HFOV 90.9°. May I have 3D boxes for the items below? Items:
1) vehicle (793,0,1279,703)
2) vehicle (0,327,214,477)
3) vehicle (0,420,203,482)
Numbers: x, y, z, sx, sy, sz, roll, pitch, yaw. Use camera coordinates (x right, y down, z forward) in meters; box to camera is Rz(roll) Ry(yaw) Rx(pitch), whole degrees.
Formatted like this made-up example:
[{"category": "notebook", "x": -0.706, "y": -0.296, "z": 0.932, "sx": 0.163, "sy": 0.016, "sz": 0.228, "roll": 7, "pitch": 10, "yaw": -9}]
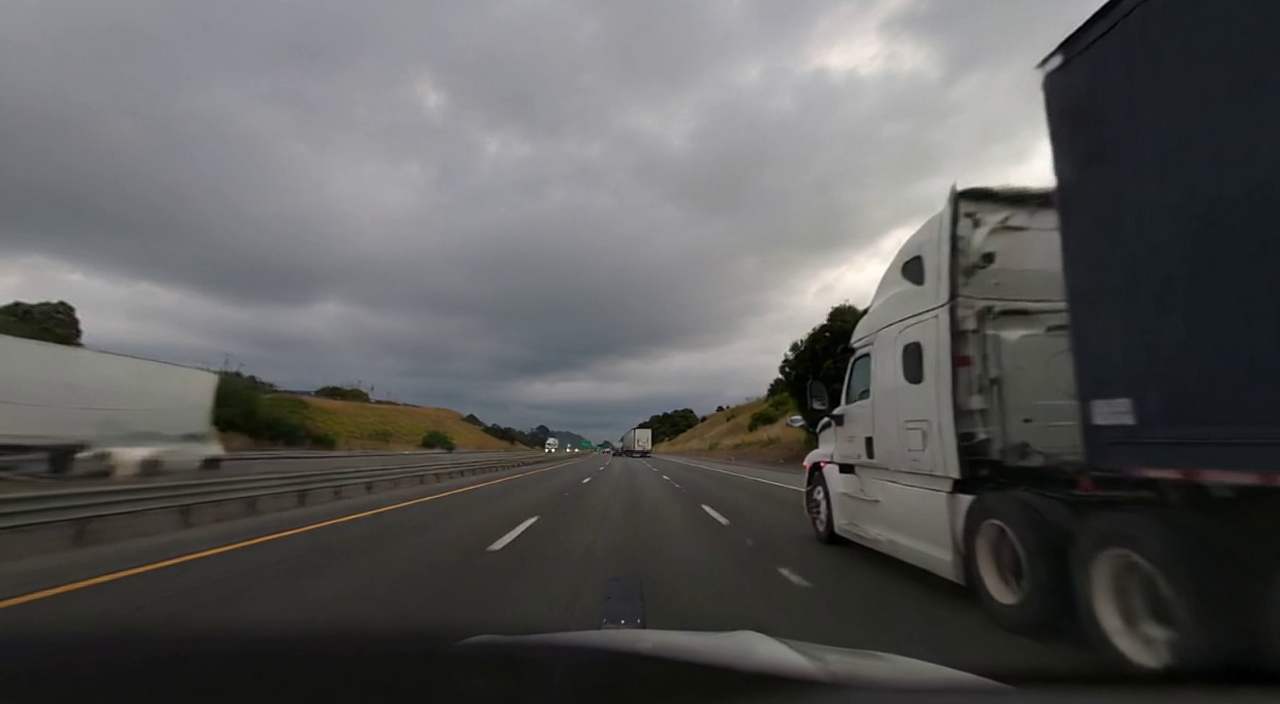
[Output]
[{"category": "vehicle", "x": 3.713, "y": 0.237, "z": 5.384, "sx": 3.045, "sy": 3.825, "sz": 6.161, "roll": 0, "pitch": -9, "yaw": -1}, {"category": "vehicle", "x": -19.711, "y": 1.809, "z": 20.230, "sx": 3.413, "sy": 4.196, "sz": 12.063, "roll": 0, "pitch": -9, "yaw": 1}, {"category": "vehicle", "x": -15.386, "y": 2.876, "z": 18.382, "sx": 2.004, "sy": 1.551, "sz": 4.601, "roll": 0, "pitch": -9, "yaw": -1}]
